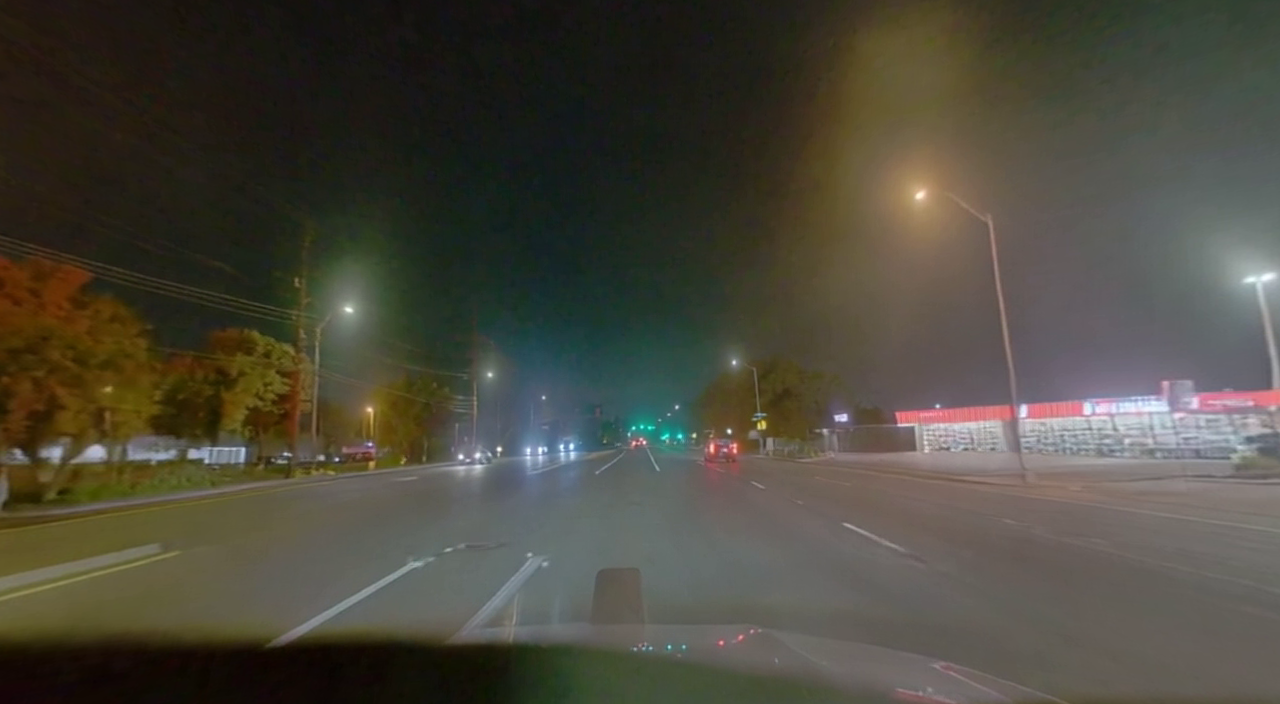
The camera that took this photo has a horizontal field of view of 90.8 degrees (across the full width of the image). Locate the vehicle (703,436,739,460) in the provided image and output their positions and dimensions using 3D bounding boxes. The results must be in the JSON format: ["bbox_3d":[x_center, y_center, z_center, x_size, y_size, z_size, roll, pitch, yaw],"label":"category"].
[{"bbox_3d":[5.752,6.868,45.241,1.957,1.643,4.226,0,-8,-1],"label":"vehicle"}]

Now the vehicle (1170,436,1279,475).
[{"bbox_3d":[23.941,3.999,24.475,1.886,1.438,4.742,5,-10,-32],"label":"vehicle"}]
